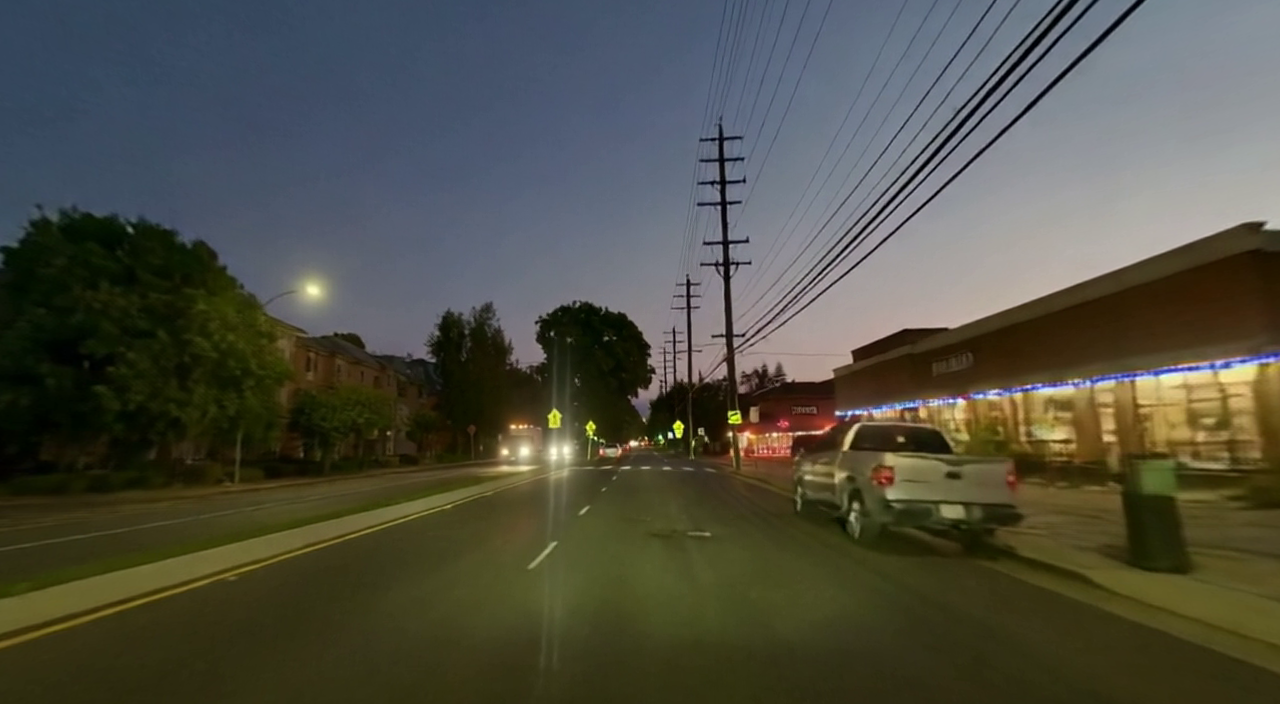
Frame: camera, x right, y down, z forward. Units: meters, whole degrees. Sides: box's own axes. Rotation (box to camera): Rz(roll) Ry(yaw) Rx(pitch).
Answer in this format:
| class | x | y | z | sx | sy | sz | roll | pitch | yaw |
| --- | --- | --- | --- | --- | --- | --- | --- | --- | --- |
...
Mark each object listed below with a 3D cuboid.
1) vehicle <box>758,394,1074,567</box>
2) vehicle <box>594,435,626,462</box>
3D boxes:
| class | x | y | z | sx | sy | sz | roll | pitch | yaw |
| --- | --- | --- | --- | --- | --- | --- | --- | --- | --- |
| vehicle | 3.609 | 1.850 | 9.937 | 2.280 | 1.904 | 5.779 | 0 | -8 | -1 |
| vehicle | -2.251 | 7.397 | 48.296 | 2.202 | 1.961 | 4.980 | 0 | -8 | 0 |
